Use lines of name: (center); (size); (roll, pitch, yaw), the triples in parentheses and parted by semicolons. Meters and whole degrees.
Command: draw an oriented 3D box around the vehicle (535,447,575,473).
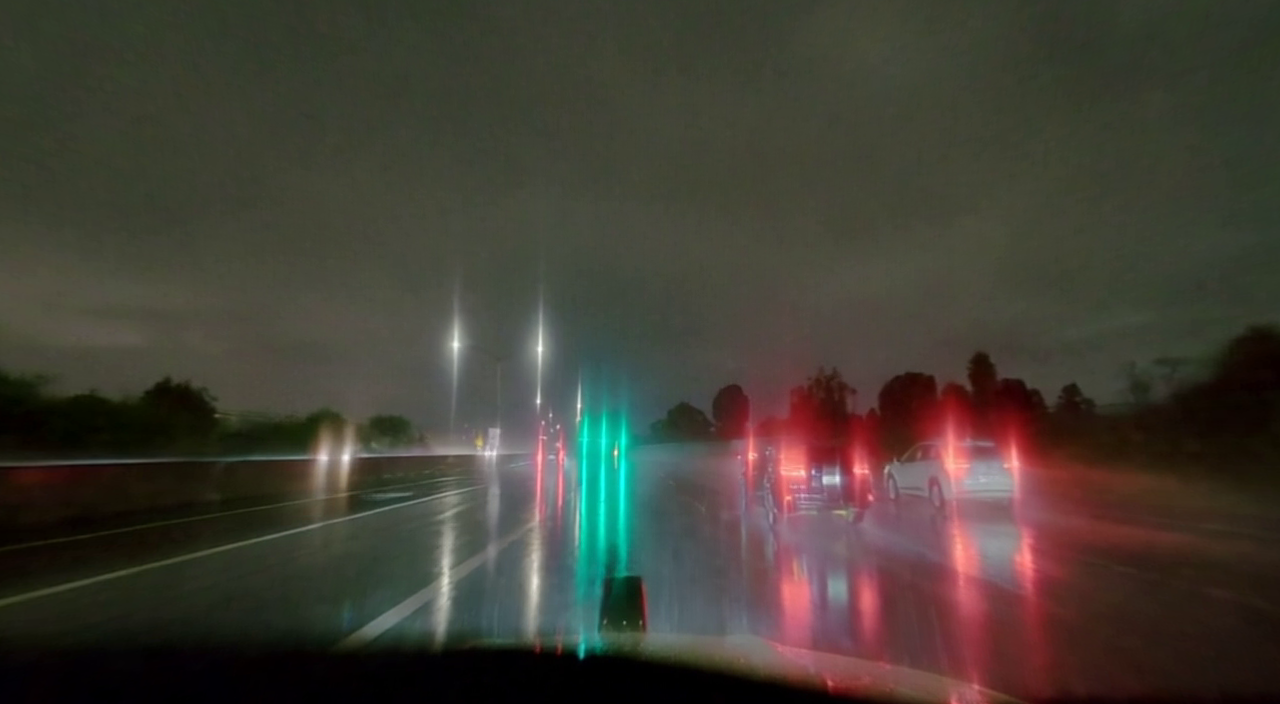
vehicle: (-5.201, 6.671, 39.154); (2.014, 1.481, 4.156); (0, -8, -2)

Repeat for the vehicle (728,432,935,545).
vehicle: (2.948, 2.209, 11.022); (2.030, 1.490, 4.737); (0, -8, -1)

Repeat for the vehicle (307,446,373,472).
vehicle: (-18.449, 6.587, 39.054); (1.907, 1.481, 4.498); (-1, -8, 0)
